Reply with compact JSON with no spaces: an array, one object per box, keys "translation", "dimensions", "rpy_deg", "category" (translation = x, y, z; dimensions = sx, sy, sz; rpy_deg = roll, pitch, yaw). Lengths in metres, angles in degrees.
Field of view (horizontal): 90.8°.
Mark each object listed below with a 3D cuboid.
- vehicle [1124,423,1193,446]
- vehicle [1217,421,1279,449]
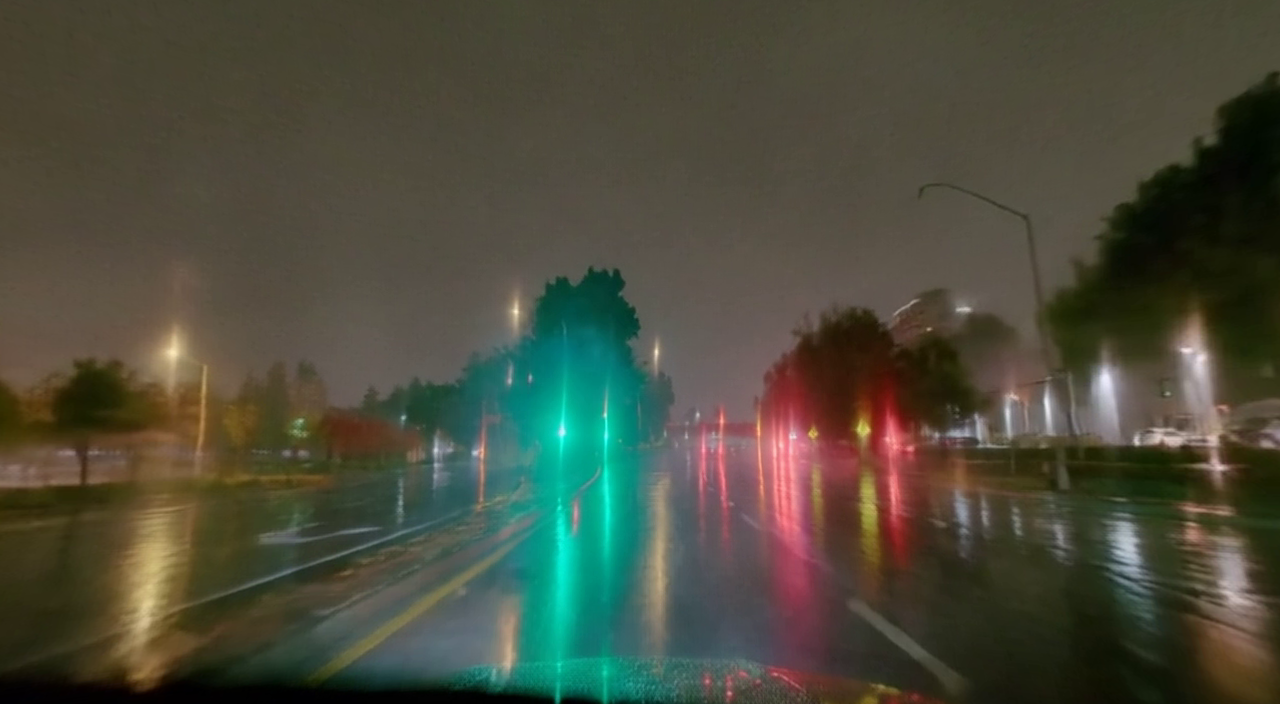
[{"translation":[32.666,5.216,39.823],"dimensions":[3.328,1.385,1.570],"rpy_deg":[1,-9,-15],"category":"vehicle"},{"translation":[34.523,4.615,35.164],"dimensions":[3.644,1.465,1.635],"rpy_deg":[0,-9,-14],"category":"vehicle"}]
